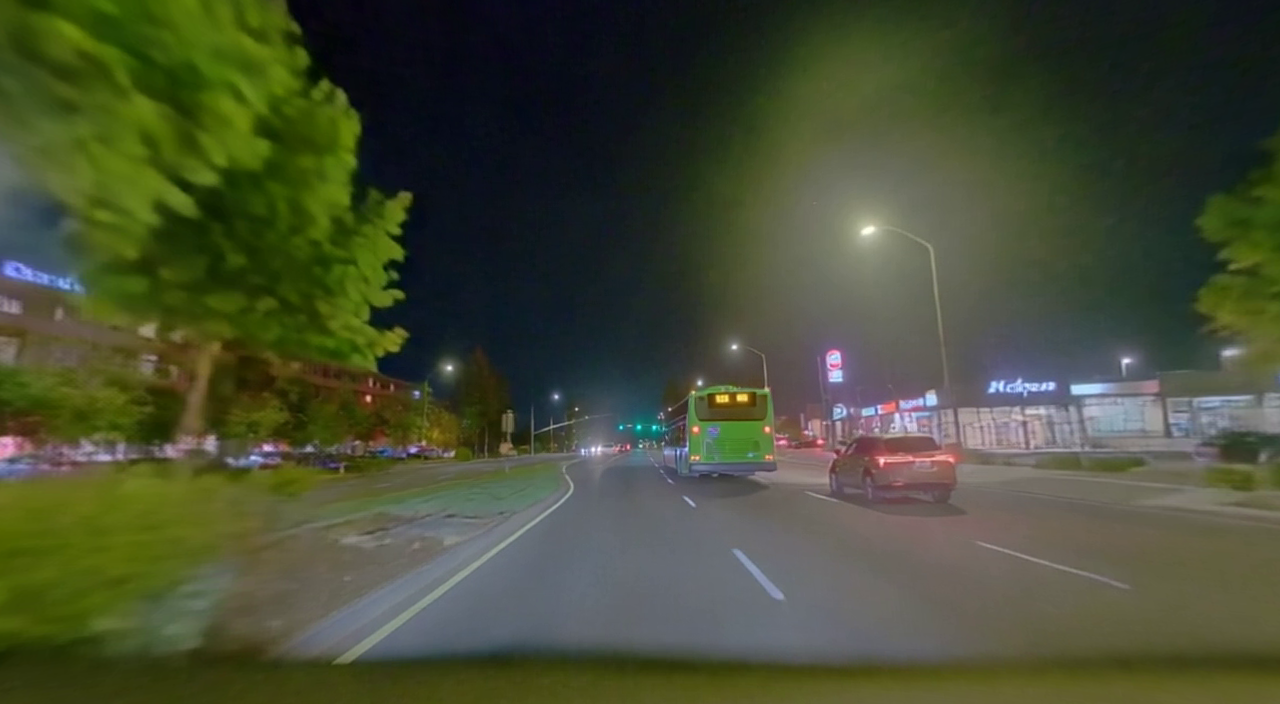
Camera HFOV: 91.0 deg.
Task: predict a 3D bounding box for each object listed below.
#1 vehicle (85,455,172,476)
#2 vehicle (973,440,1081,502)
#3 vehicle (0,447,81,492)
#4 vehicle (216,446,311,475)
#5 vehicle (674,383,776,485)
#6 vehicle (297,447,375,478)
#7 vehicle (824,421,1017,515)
[{"bbox_3d":[-38.692,8.583,47.709,4.646,1.447,2.215,0,-9,0],"label":"vehicle"},{"bbox_3d":[10.837,3.193,17.452,2.042,1.456,4.800,-6,-10,36],"label":"vehicle"},{"bbox_3d":[-28.188,5.152,27.768,2.181,1.901,5.196,0,-8,0],"label":"vehicle"},{"bbox_3d":[-25.140,7.260,42.168,4.857,1.846,2.185,0,-8,-2],"label":"vehicle"},{"bbox_3d":[2.994,3.320,25.085,2.766,3.306,9.281,0,-8,0],"label":"vehicle"},{"bbox_3d":[-19.121,6.943,39.923,2.277,1.764,5.283,-2,-8,1],"label":"vehicle"},{"bbox_3d":[5.976,2.528,14.221,2.129,1.754,4.668,0,-8,-1],"label":"vehicle"}]
